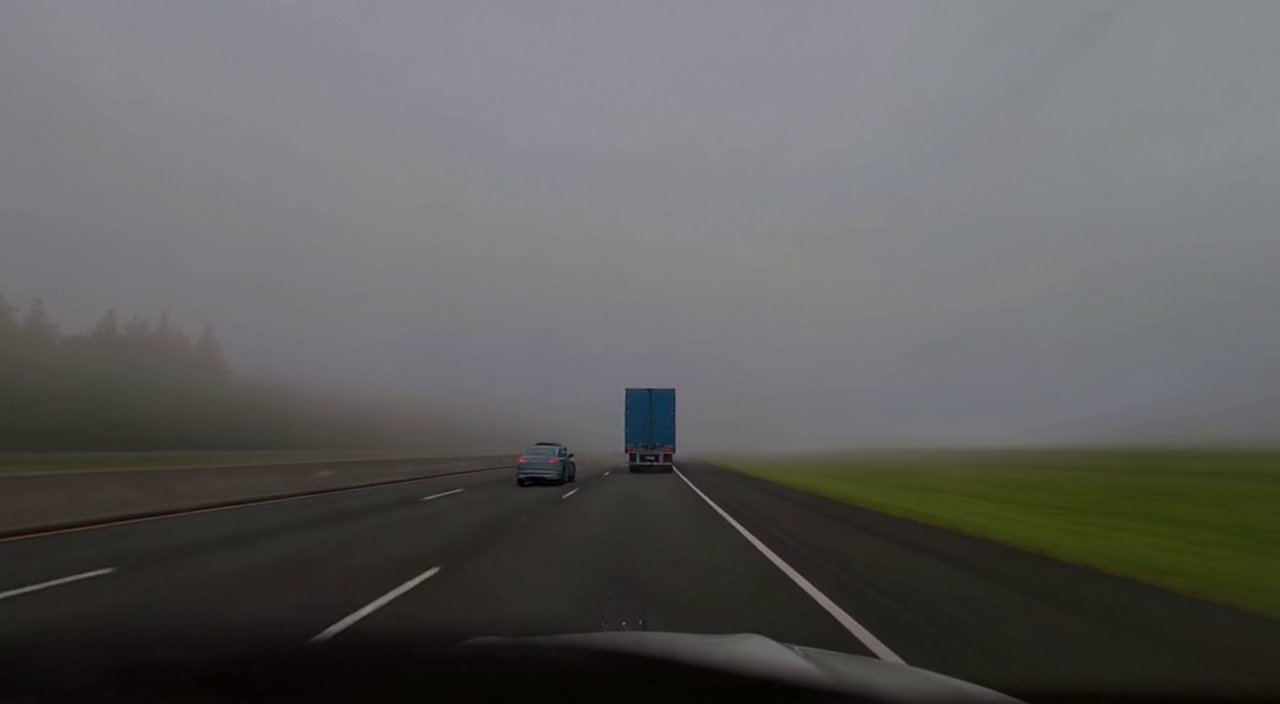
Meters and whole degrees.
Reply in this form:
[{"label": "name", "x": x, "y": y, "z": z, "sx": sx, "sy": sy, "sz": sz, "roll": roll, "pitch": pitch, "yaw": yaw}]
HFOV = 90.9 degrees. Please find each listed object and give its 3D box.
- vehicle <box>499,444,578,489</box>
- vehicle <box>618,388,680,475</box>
[{"label": "vehicle", "x": -3.596, "y": 4.153, "z": 23.209, "sx": 2.092, "sy": 1.465, "sz": 4.448, "roll": 0, "pitch": -9, "yaw": 1}, {"label": "vehicle", "x": 0.506, "y": 4.827, "z": 37.346, "sx": 2.851, "sy": 4.098, "sz": 14.436, "roll": -2, "pitch": -8, "yaw": 0}]
